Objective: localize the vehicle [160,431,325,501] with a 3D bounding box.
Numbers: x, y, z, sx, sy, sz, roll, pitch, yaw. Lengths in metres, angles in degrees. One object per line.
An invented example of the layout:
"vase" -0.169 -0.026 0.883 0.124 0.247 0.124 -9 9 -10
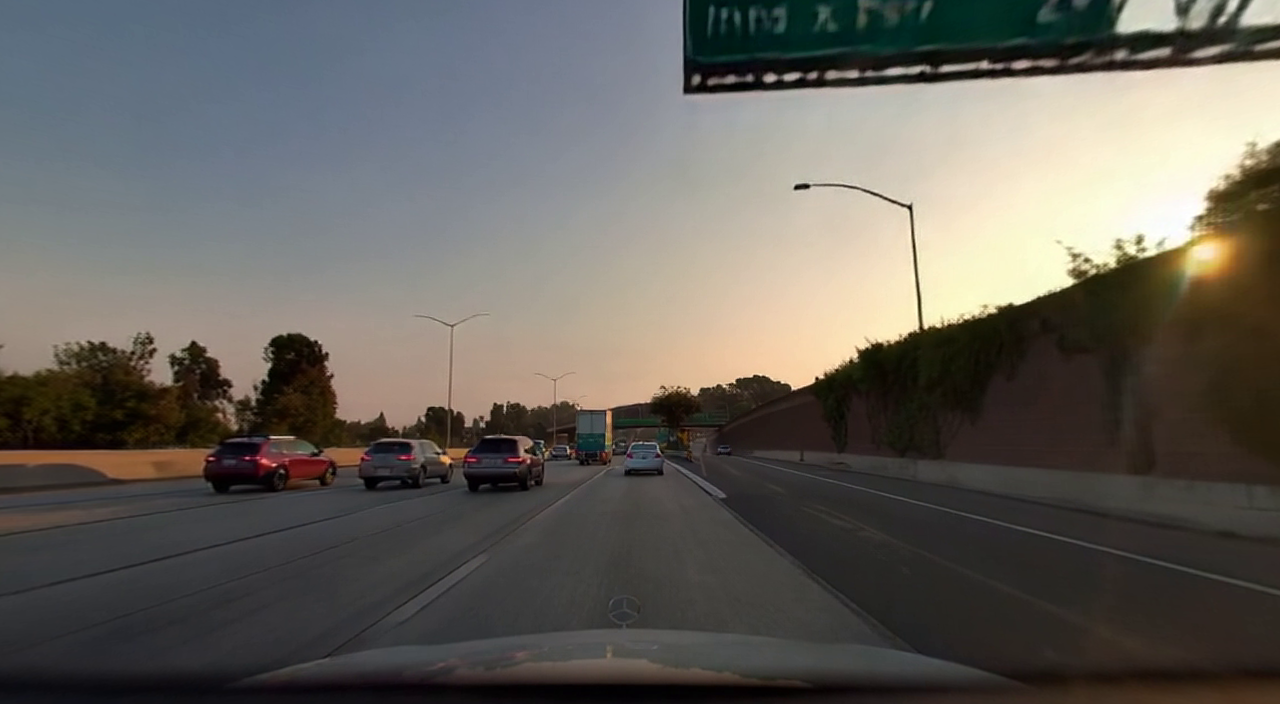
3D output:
"vehicle" -11.146 3.206 18.148 1.871 1.747 4.342 0 -8 0

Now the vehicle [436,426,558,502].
"vehicle" -3.695 2.986 17.224 2.125 1.792 4.466 0 -8 2

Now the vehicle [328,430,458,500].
"vehicle" -6.934 3.198 18.283 1.998 1.770 4.222 0 -8 1

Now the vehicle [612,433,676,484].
"vehicle" 0.166 3.891 23.322 2.180 1.716 3.920 0 -8 1

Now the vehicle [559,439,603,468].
"vehicle" -3.567 6.263 39.124 2.243 1.683 4.178 0 -8 1
